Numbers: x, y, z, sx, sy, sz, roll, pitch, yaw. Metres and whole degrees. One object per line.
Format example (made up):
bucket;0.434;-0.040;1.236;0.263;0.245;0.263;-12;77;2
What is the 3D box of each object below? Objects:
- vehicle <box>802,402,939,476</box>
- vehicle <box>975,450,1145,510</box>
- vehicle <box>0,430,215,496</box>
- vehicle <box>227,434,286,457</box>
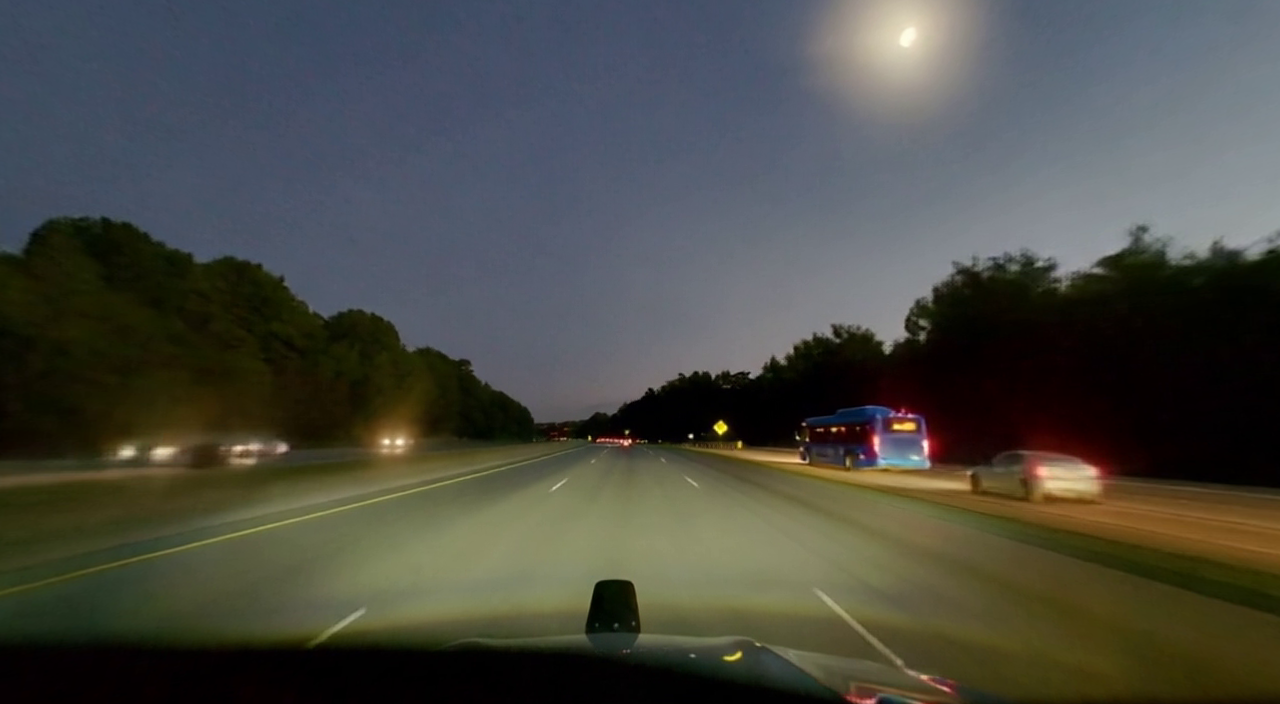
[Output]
vehicle;11.826;4.676;34.048;3.009;3.265;12.098;0;-8;1
vehicle;11.433;3.474;17.561;1.866;1.359;4.218;0;-8;0
vehicle;-13.403;2.778;16.272;1.838;1.446;4.375;1;-8;-2
vehicle;-25.458;6.229;41.855;1.718;1.441;3.526;0;-8;-1
